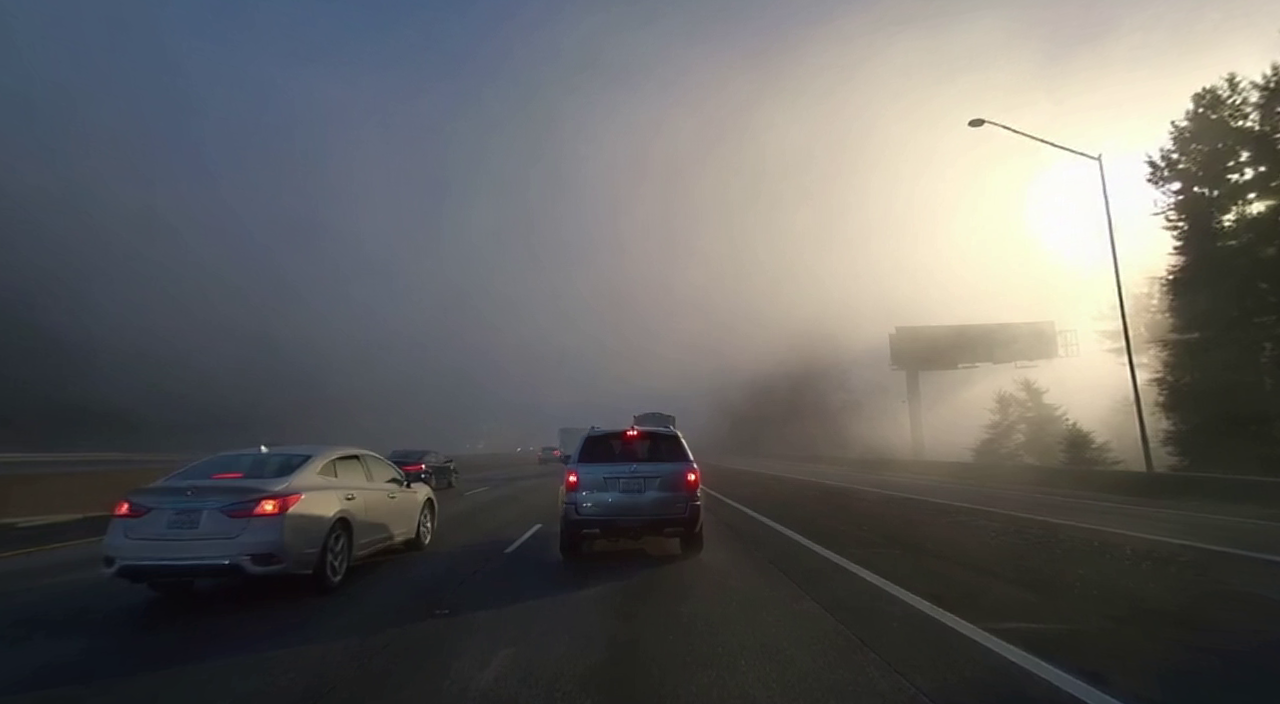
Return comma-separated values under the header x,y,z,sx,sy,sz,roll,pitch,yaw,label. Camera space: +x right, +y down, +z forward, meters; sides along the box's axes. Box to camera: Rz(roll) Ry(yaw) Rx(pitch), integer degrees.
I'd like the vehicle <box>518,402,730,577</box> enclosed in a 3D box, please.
x,y,z,sx,sy,sz,roll,pitch,yaw,label
-0.206,1.745,8.826,2.127,1.749,4.776,0,-9,-1,vehicle

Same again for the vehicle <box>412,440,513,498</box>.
x,y,z,sx,sy,sz,roll,pitch,yaw,label
-5.148,3.439,18.949,2.027,1.491,4.649,1,-9,-5,vehicle

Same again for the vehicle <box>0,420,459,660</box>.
x,y,z,sx,sy,sz,roll,pitch,yaw,label
-3.473,1.548,6.355,1.889,1.522,4.465,0,-9,1,vehicle
